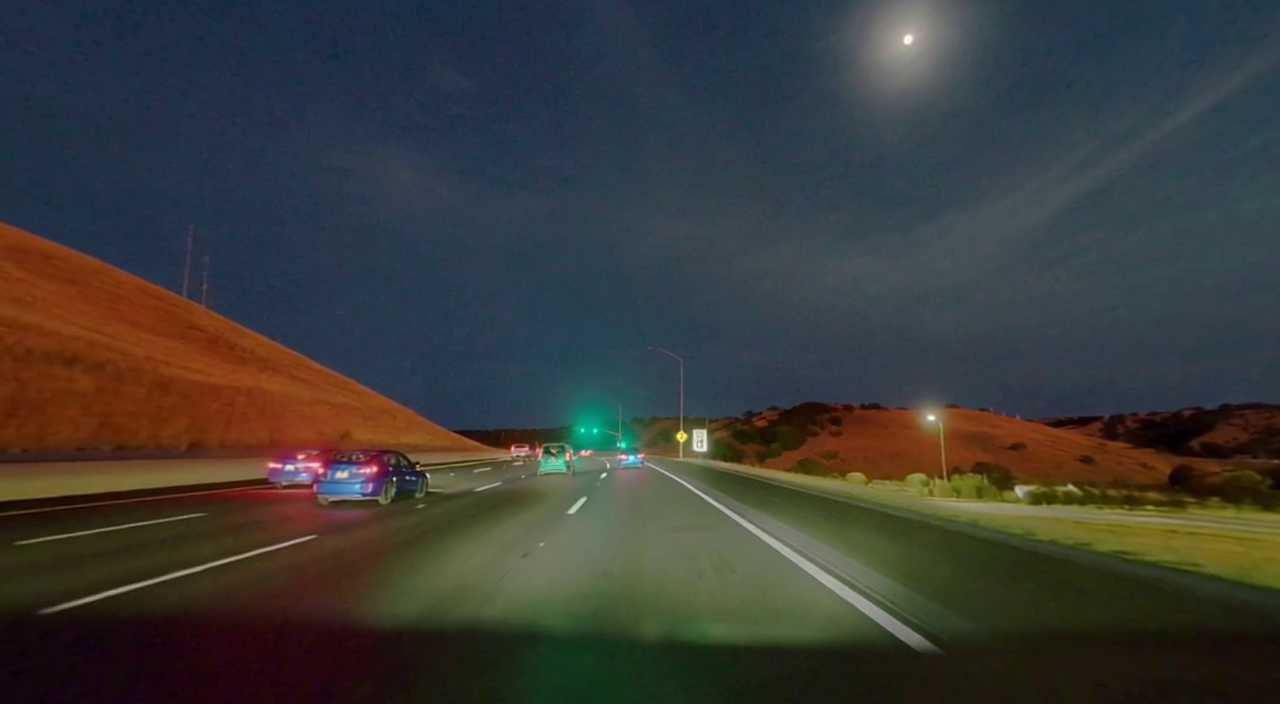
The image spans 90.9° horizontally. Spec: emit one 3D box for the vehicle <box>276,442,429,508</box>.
[{"bbox_3d":[-7.106,3.044,16.182,1.991,1.441,4.265,0,-8,-1],"label":"vehicle"}]

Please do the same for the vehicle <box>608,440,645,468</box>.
[{"bbox_3d":[-0.900,6.528,40.468,2.225,1.674,4.044,0,-8,-2],"label":"vehicle"}]

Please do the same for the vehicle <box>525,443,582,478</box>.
[{"bbox_3d":[-4.012,5.072,29.964,2.144,1.505,4.649,0,-8,-1],"label":"vehicle"}]
